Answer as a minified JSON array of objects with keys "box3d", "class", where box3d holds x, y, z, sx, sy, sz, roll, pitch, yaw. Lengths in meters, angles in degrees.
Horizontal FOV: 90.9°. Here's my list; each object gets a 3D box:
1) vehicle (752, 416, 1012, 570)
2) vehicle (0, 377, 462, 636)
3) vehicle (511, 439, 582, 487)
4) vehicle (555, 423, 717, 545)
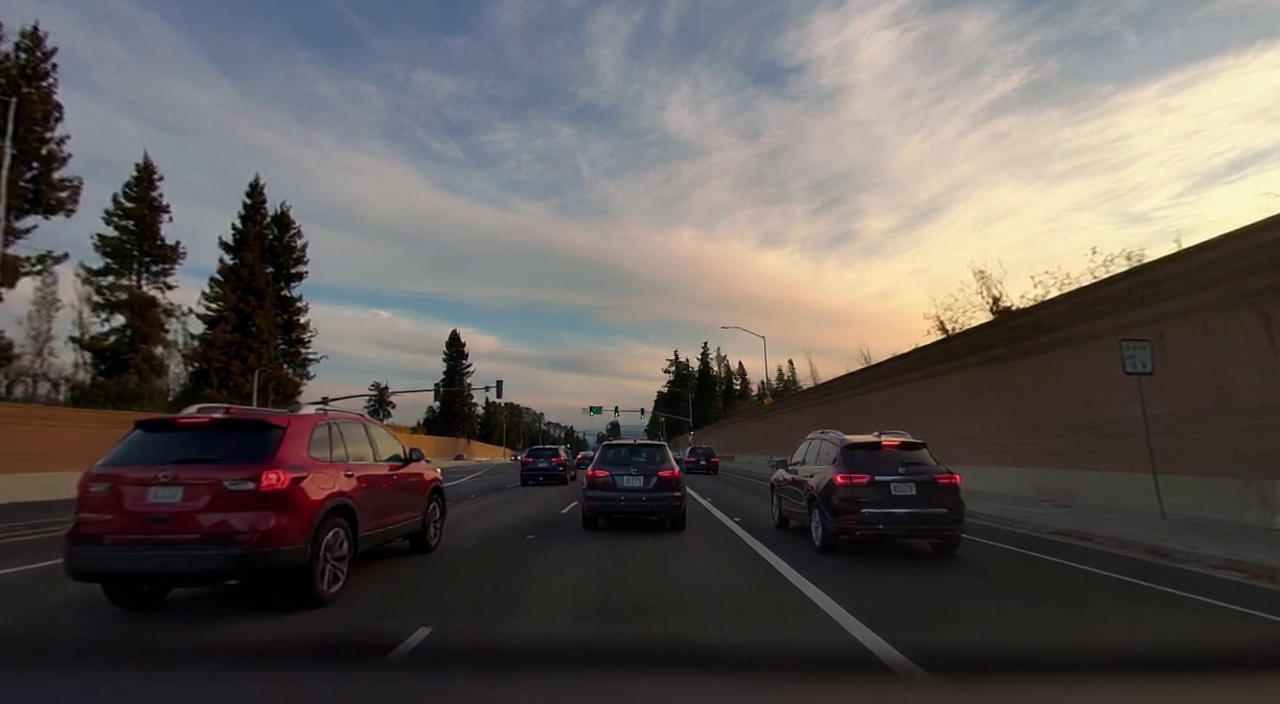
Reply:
[{"box3d":[3.097,1.885,9.249,2.029,1.702,4.281,0,-8,-1],"class":"vehicle"},{"box3d":[-3.673,1.463,6.975,2.070,1.913,4.450,0,-8,0],"class":"vehicle"},{"box3d":[-3.660,4.450,25.669,2.067,1.759,4.631,0,-8,1],"class":"vehicle"},{"box3d":[-0.034,2.126,10.781,2.245,1.677,3.913,0,-8,1],"class":"vehicle"}]
